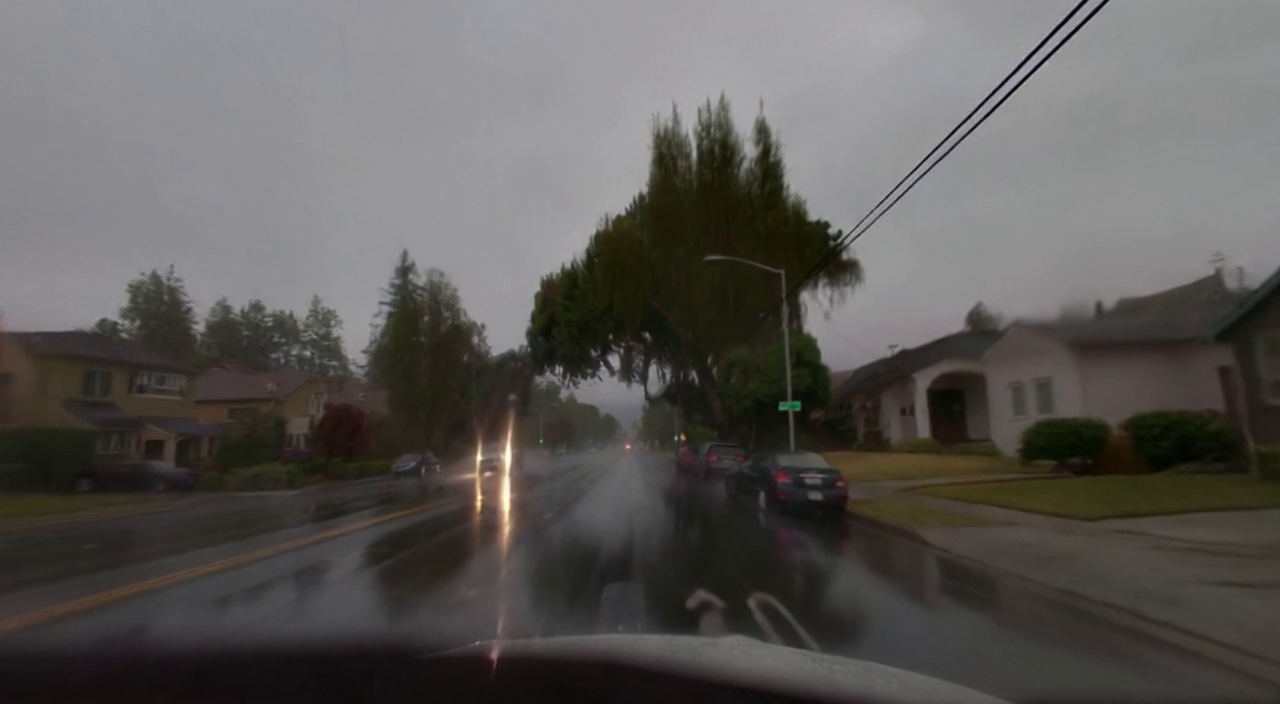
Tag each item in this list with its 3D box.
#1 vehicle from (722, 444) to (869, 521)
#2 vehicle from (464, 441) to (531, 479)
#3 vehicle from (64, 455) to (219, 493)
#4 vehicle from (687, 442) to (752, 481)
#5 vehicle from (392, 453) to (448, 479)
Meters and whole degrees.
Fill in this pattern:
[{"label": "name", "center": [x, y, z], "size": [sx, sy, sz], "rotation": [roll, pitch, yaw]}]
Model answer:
[{"label": "vehicle", "center": [3.373, 2.951, 14.946], "size": [2.158, 1.477, 5.135], "rotation": [0, -9, 0]}, {"label": "vehicle", "center": [-7.183, 5.497, 32.430], "size": [2.120, 1.726, 5.445], "rotation": [0, -9, 0]}, {"label": "vehicle", "center": [-21.219, 5.187, 27.054], "size": [4.870, 1.529, 2.004], "rotation": [0, -9, 0]}, {"label": "vehicle", "center": [3.414, 4.830, 28.215], "size": [2.034, 1.551, 5.272], "rotation": [0, -9, -2]}, {"label": "vehicle", "center": [-13.977, 7.258, 40.454], "size": [2.021, 1.513, 4.568], "rotation": [0, -9, -1]}]
